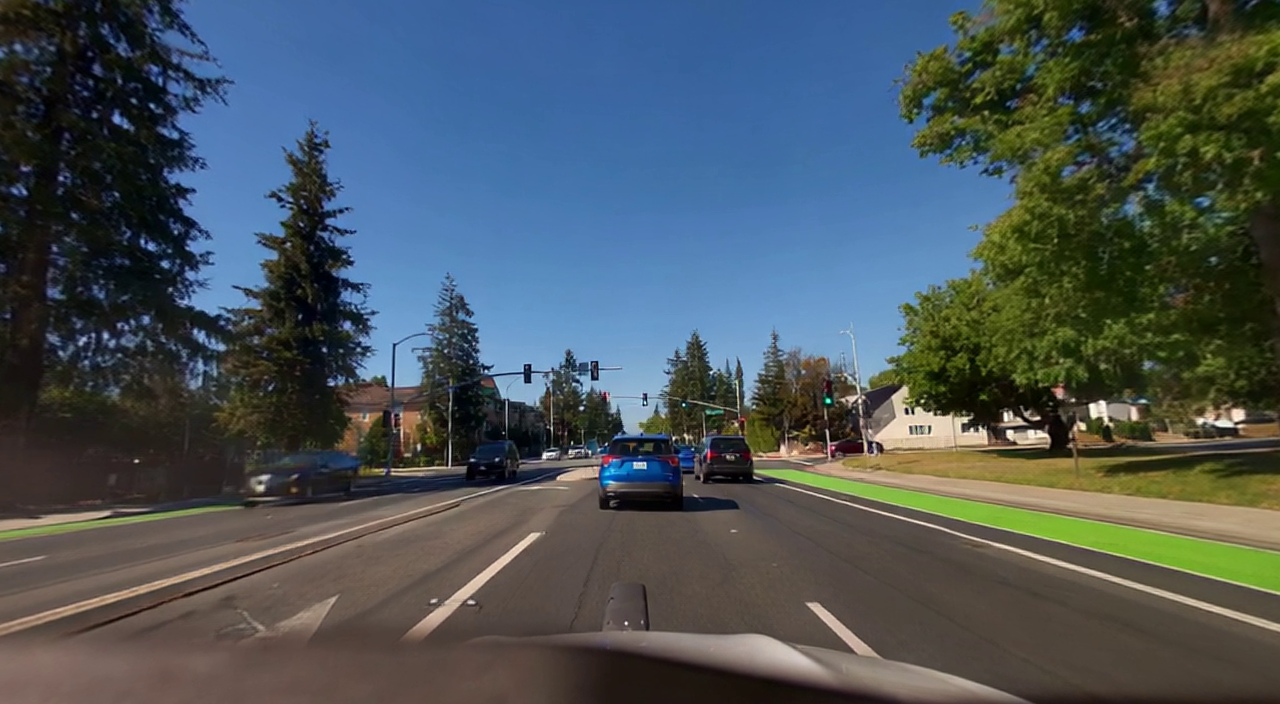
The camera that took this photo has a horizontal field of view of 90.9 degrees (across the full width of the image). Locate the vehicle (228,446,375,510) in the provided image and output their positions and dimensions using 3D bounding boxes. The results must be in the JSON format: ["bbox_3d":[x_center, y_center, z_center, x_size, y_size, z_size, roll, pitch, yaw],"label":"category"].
[{"bbox_3d":[-9.947,3.692,19.023,1.886,1.666,4.575,0,-8,0],"label":"vehicle"}]

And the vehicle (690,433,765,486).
[{"bbox_3d":[3.231,4.081,24.249,2.189,1.815,4.495,0,-8,0],"label":"vehicle"}]

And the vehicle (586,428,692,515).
[{"bbox_3d":[-0.012,2.688,14.652,2.109,1.730,3.963,0,-8,0],"label":"vehicle"}]

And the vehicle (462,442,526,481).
[{"bbox_3d":[-6.943,5.237,30.451,2.005,1.729,4.293,0,-8,0],"label":"vehicle"}]
